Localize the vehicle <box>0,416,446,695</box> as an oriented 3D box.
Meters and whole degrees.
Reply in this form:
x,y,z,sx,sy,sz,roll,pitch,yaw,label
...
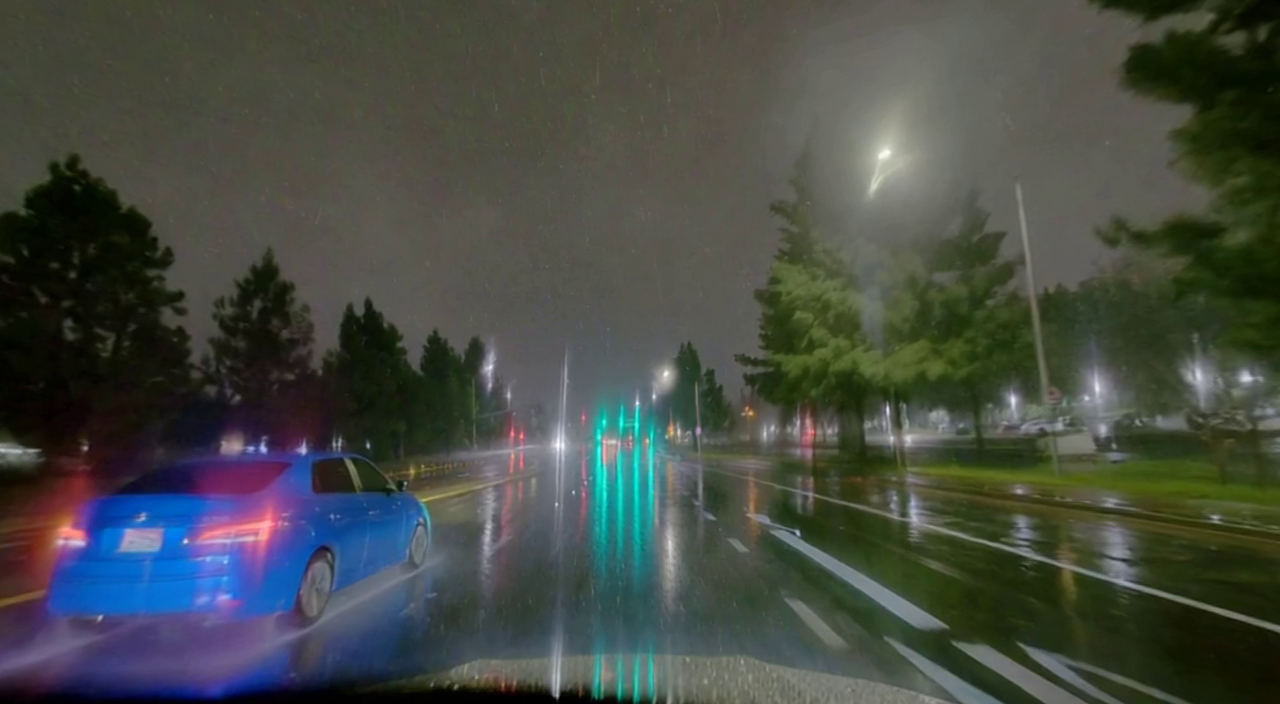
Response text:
x,y,z,sx,sy,sz,roll,pitch,yaw,label
-3.322,1.386,5.472,1.964,1.472,4.078,0,-8,0,vehicle
